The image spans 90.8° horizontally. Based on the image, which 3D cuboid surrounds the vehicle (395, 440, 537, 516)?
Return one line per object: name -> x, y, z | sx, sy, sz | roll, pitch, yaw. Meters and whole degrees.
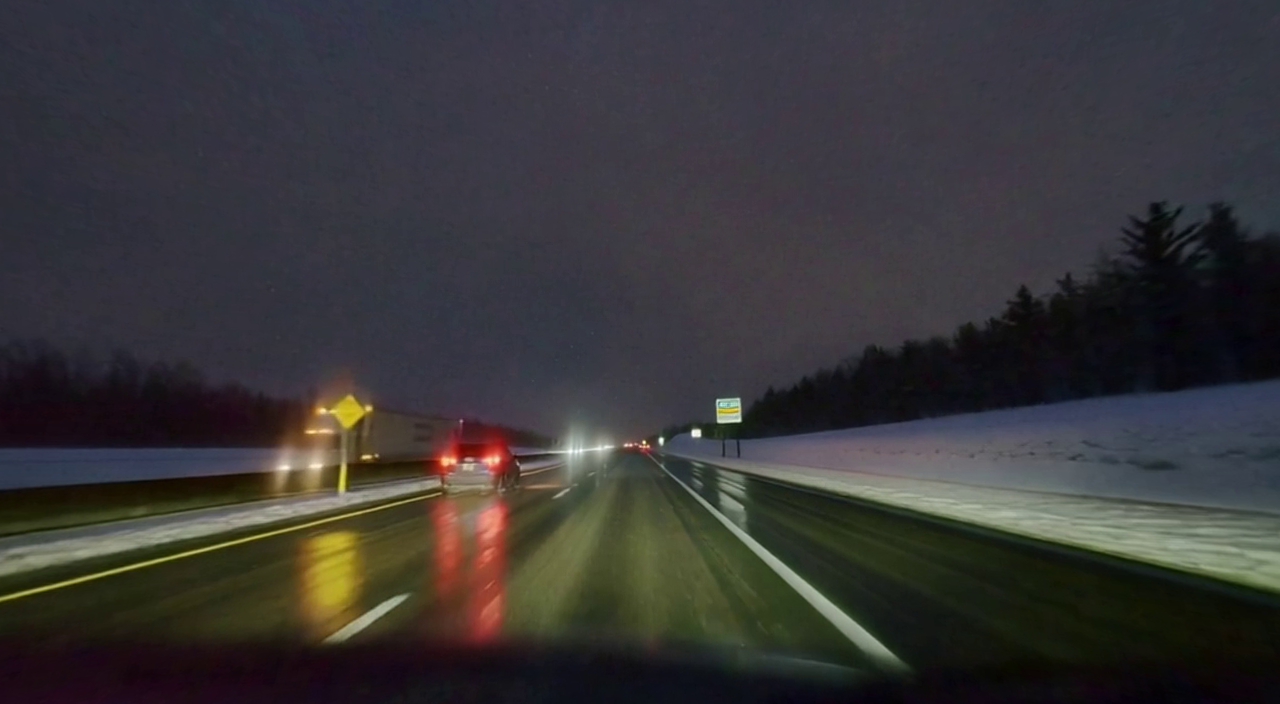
vehicle -> -4.029, 3.010, 15.556 | 2.118, 1.562, 4.541 | 0, -9, 1
